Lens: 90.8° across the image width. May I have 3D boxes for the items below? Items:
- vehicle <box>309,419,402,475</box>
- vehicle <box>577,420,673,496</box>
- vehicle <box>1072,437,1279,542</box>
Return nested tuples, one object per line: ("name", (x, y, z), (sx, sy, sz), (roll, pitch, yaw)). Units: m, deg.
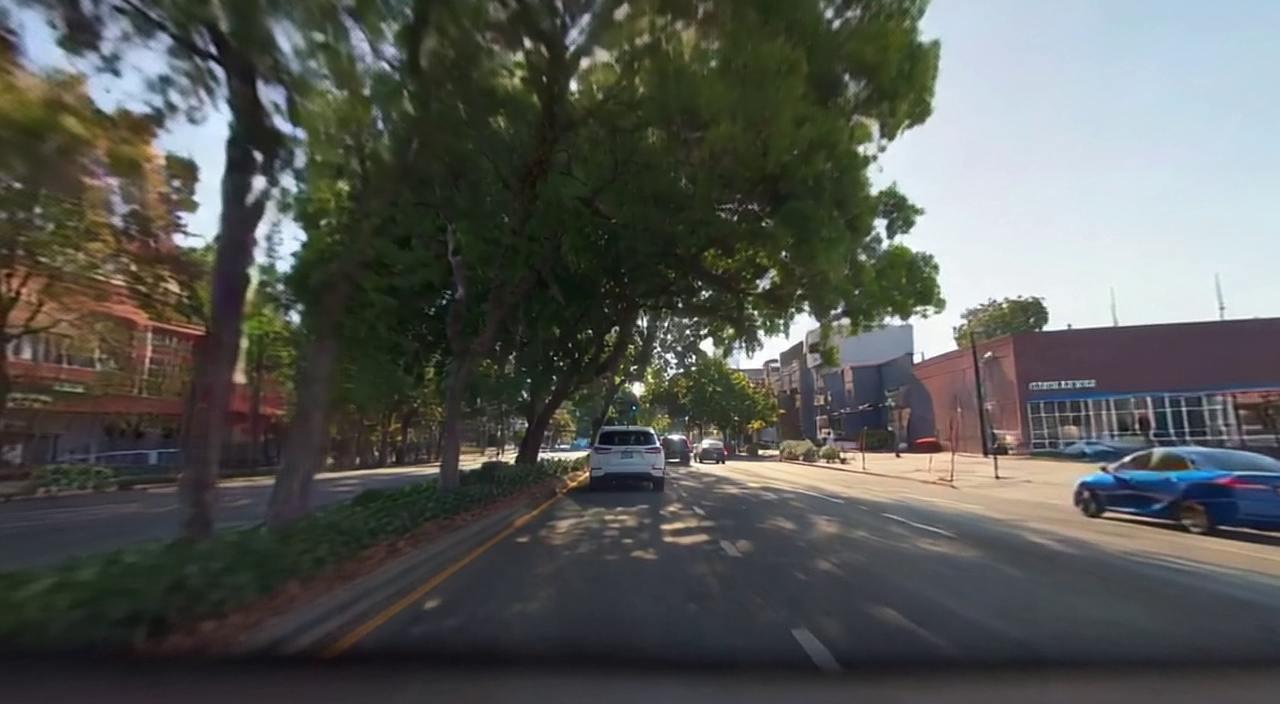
("vehicle", (-19.268, 6.529, 43.393), (2.811, 3.399, 7.898), (1, -9, -2))
("vehicle", (-0.412, 2.846, 17.222), (2.277, 1.816, 4.192), (0, -9, -1))
("vehicle", (9.698, 2.265, 11.095), (2.002, 1.456, 4.631), (-2, -9, 15))
